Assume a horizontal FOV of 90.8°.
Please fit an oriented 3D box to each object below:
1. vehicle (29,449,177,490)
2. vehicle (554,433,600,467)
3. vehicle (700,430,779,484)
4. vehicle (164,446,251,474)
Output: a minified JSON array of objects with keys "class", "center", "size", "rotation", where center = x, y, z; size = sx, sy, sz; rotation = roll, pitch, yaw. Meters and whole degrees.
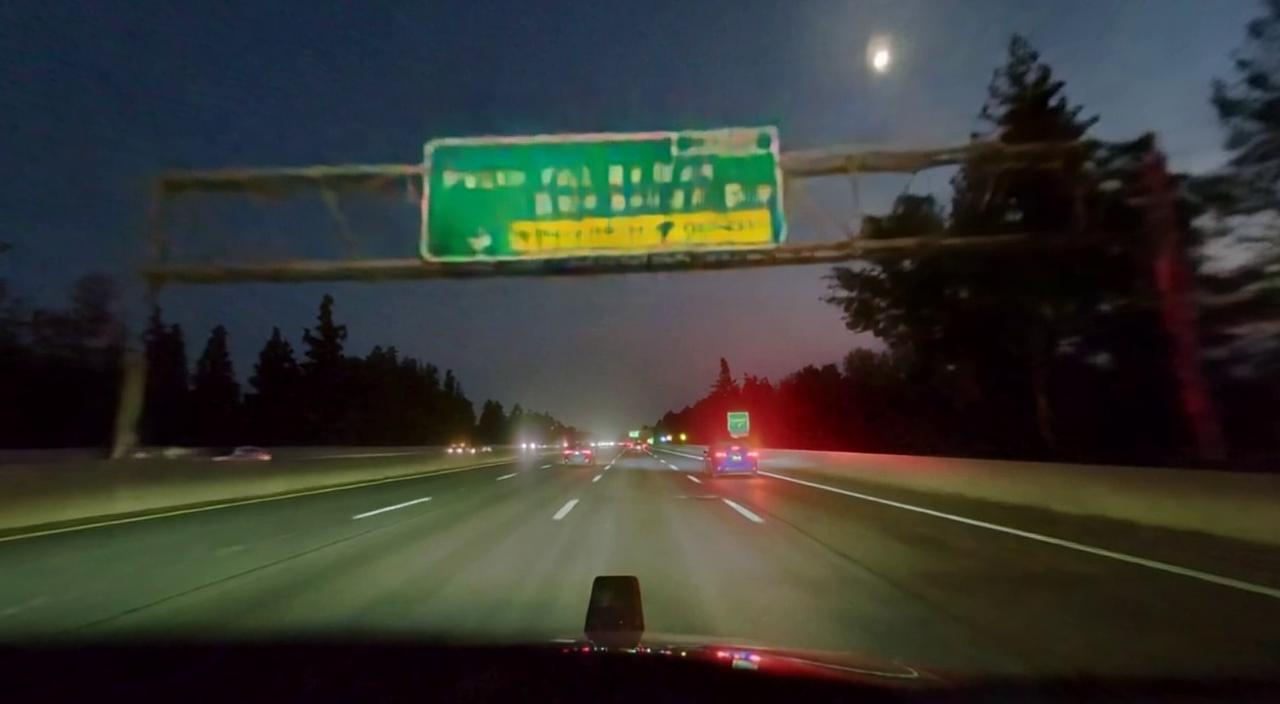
[{"class":"vehicle","center":[-21.178,4.607,25.240],"size":[1.951,1.473,4.542],"rotation":[0,-9,-1]},{"class":"vehicle","center":[-3.523,5.602,36.103],"size":[2.173,1.793,4.564],"rotation":[0,-9,0]},{"class":"vehicle","center":[3.376,3.689,22.347],"size":[2.053,1.714,4.097],"rotation":[0,-9,-1]},{"class":"vehicle","center":[-25.020,6.242,36.812],"size":[1.891,1.540,4.593],"rotation":[0,-9,-1]}]
